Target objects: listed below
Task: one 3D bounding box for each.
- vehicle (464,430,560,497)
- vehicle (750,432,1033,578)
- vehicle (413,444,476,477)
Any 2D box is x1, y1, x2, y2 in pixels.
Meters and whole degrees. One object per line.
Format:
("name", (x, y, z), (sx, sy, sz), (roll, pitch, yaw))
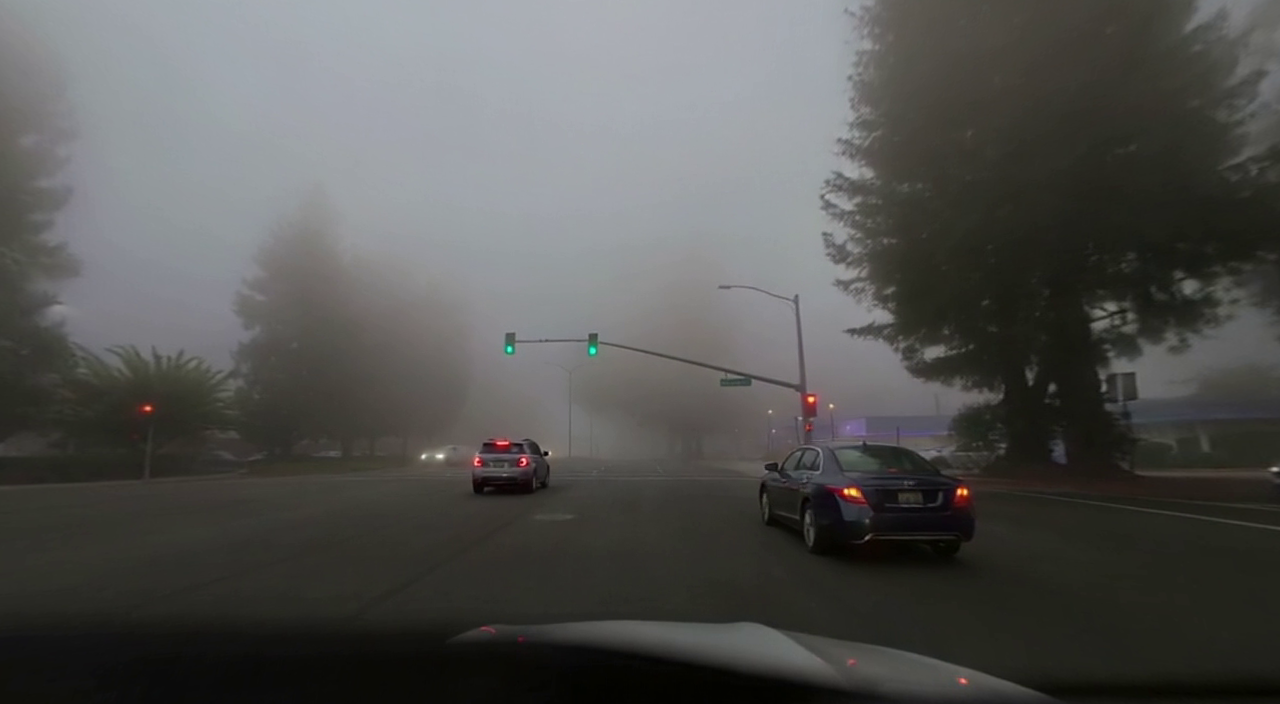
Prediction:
("vehicle", (-3.778, 3.397, 19.556), (1.997, 1.806, 4.500), (0, -9, 0))
("vehicle", (3.078, 1.973, 9.096), (1.975, 1.502, 4.787), (0, -9, -2))
("vehicle", (-10.279, 5.716, 33.621), (1.942, 1.576, 4.567), (-1, -9, 0))
